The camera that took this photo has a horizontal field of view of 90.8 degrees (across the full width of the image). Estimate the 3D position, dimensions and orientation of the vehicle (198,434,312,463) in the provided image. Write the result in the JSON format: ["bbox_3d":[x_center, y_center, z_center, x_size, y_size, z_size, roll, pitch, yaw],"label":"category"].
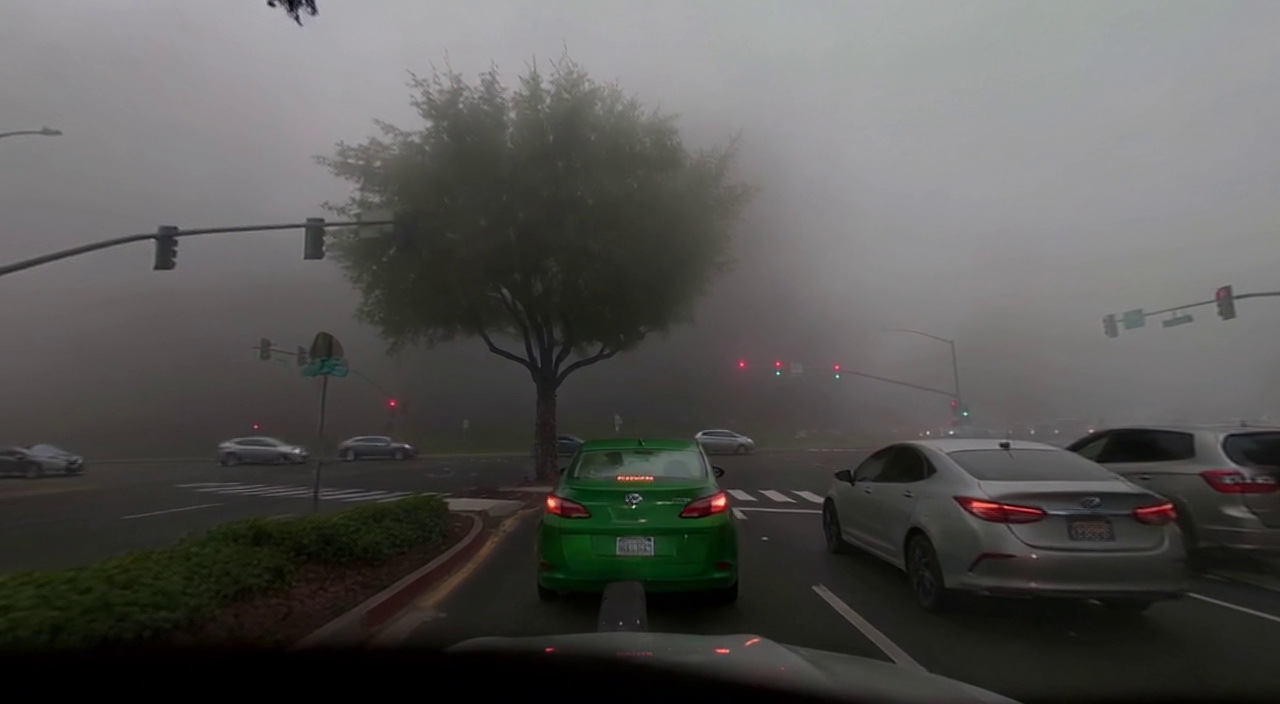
[{"bbox_3d":[-20.672,5.206,34.053,4.869,1.502,1.979,0,-8,3],"label":"vehicle"}]

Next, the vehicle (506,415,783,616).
[{"bbox_3d":[0.038,1.516,6.787,2.026,1.458,4.175,0,-9,0],"label":"vehicle"}]

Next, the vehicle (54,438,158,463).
[{"bbox_3d":[-32.456,6.013,38.469,4.828,1.467,1.963,-1,-9,7],"label":"vehicle"}]

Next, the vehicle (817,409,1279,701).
[{"bbox_3d":[3.096,1.363,5.478,1.861,1.479,4.371,0,-8,0],"label":"vehicle"}]

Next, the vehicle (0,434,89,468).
[{"bbox_3d":[-30.497,4.927,31.471,4.517,1.637,1.935,-1,-9,7],"label":"vehicle"}]

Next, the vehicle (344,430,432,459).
[{"bbox_3d":[-15.173,5.605,38.239,4.526,1.649,1.920,1,-9,-5],"label":"vehicle"}]
